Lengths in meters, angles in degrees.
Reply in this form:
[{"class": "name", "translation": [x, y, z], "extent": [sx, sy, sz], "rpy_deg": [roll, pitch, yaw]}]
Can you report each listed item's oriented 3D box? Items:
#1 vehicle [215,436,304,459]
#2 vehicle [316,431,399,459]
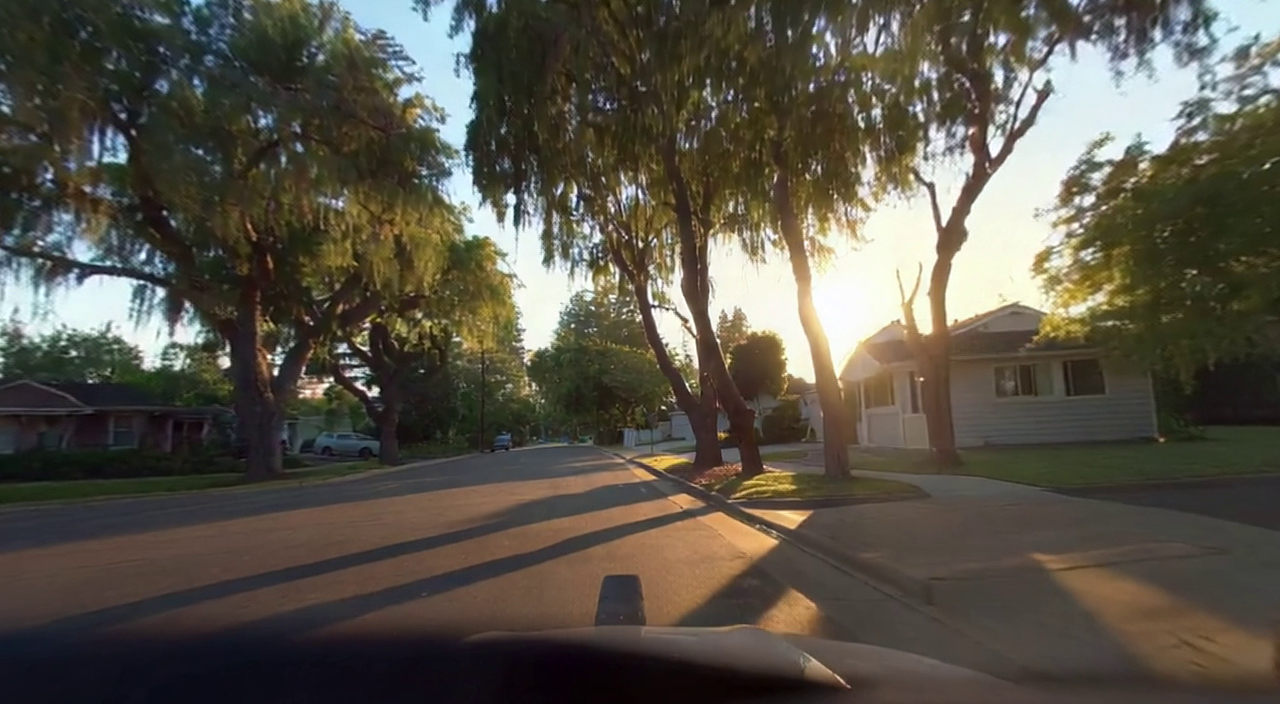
[{"class": "vehicle", "translation": [-24.776, 6.235, 41.224], "extent": [4.531, 1.470, 1.855], "rpy_deg": [1, -8, -4]}, {"class": "vehicle", "translation": [-18.474, 6.088, 41.491], "extent": [4.559, 1.745, 1.918], "rpy_deg": [1, -8, -8]}]
